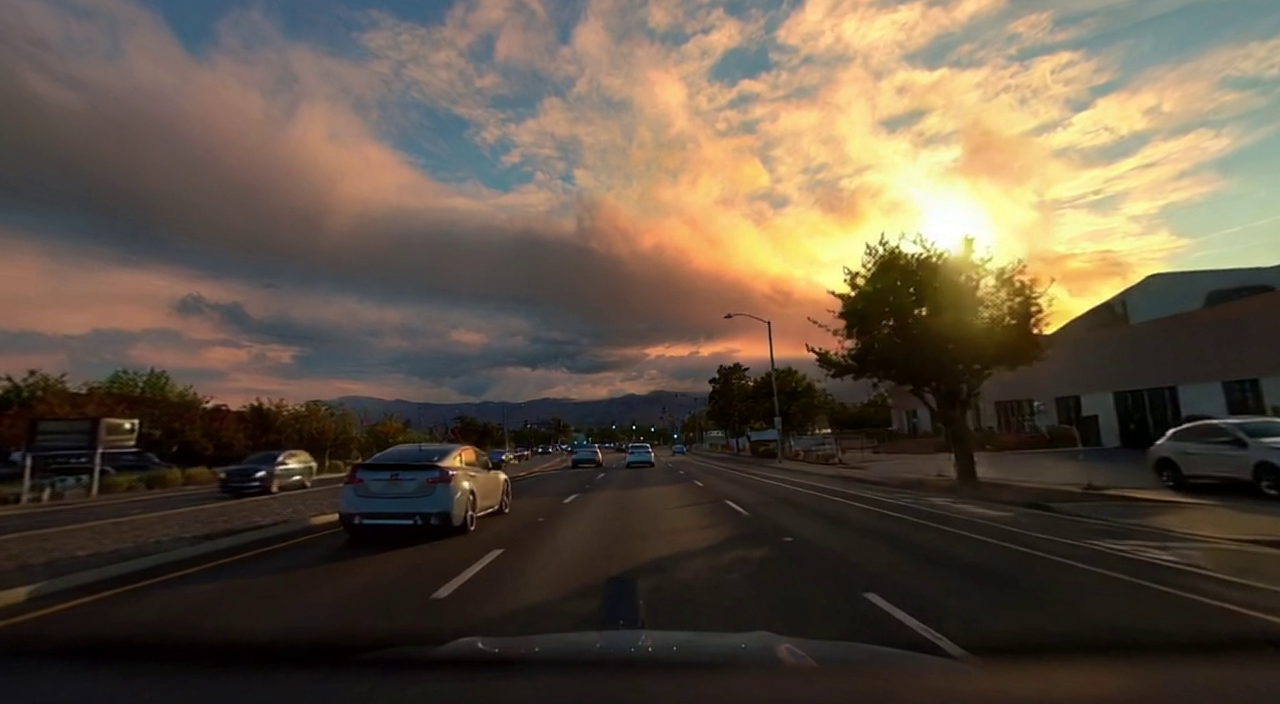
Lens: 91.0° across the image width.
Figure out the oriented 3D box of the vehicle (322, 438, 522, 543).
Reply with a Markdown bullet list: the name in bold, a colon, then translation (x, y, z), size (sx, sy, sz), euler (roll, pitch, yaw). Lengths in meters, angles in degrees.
- **vehicle**: translation (-3.555, 2.333, 11.278), size (2.003, 1.488, 4.282), euler (0, -9, 0)

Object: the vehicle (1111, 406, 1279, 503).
- **vehicle**: translation (12.878, 2.131, 13.198), size (2.072, 1.769, 5.000), euler (0, -9, -1)

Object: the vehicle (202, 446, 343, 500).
- **vehicle**: translation (-12.301, 4.036, 21.513), size (2.075, 1.636, 4.464), euler (0, -9, 1)

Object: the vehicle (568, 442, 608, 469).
- **vehicle**: translation (-3.010, 6.160, 37.490), size (1.939, 1.496, 4.309), euler (0, -9, 1)

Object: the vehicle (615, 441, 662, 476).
- **vehicle**: translation (-0.077, 4.895, 29.101), size (2.019, 1.459, 4.005), euler (0, -9, -1)

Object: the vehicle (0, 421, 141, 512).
- **vehicle**: translation (-22.985, 4.552, 25.552), size (2.843, 3.351, 3.542), euler (2, -9, -15)
